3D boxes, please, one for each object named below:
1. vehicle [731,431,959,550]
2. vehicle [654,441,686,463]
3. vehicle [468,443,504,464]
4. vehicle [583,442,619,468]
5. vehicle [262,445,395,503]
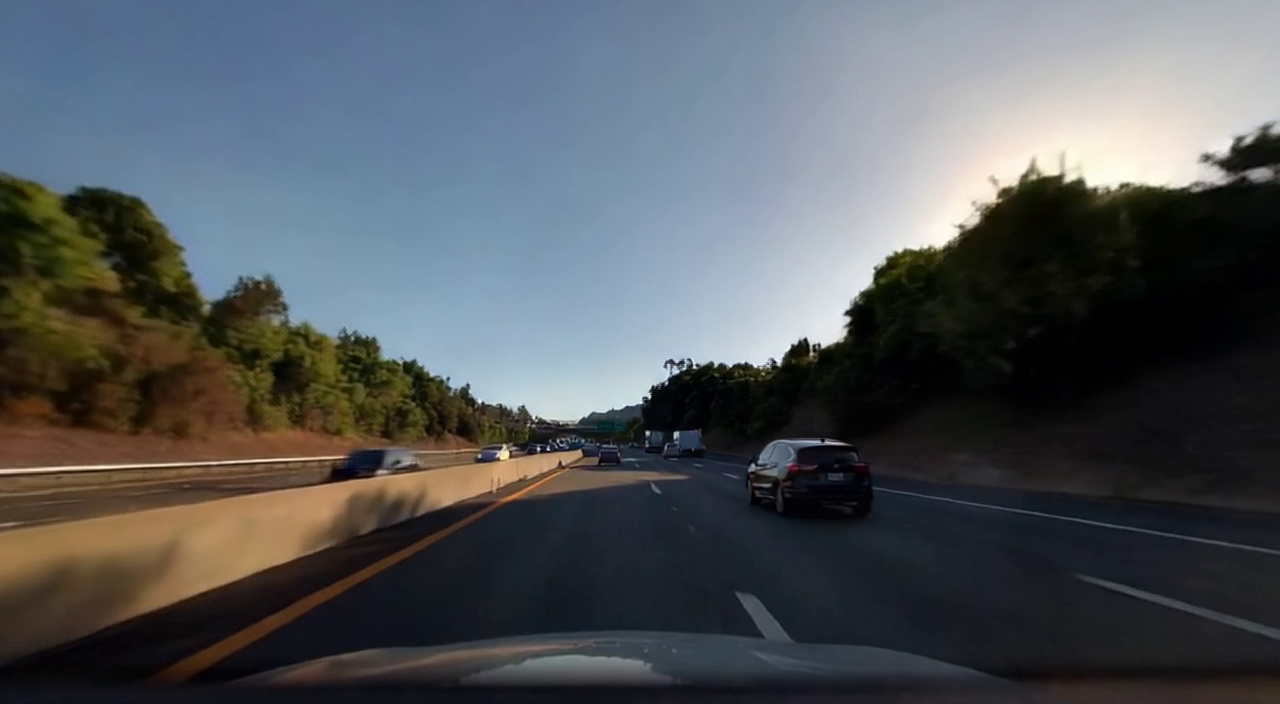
[{"bbox_3d":[2.977,2.090,10.479,1.961,1.495,4.743,1,-8,-3],"label":"vehicle"},{"bbox_3d":[2.186,7.404,46.806,1.995,1.556,3.893,1,-8,-3],"label":"vehicle"},{"bbox_3d":[-11.943,7.906,49.131,1.918,1.515,3.988,0,-8,-2],"label":"vehicle"},{"bbox_3d":[-2.353,6.252,38.677,2.055,1.466,4.317,1,-8,-3],"label":"vehicle"},{"bbox_3d":[-9.179,3.580,19.039,1.855,1.455,4.469,0,-8,-2],"label":"vehicle"}]
